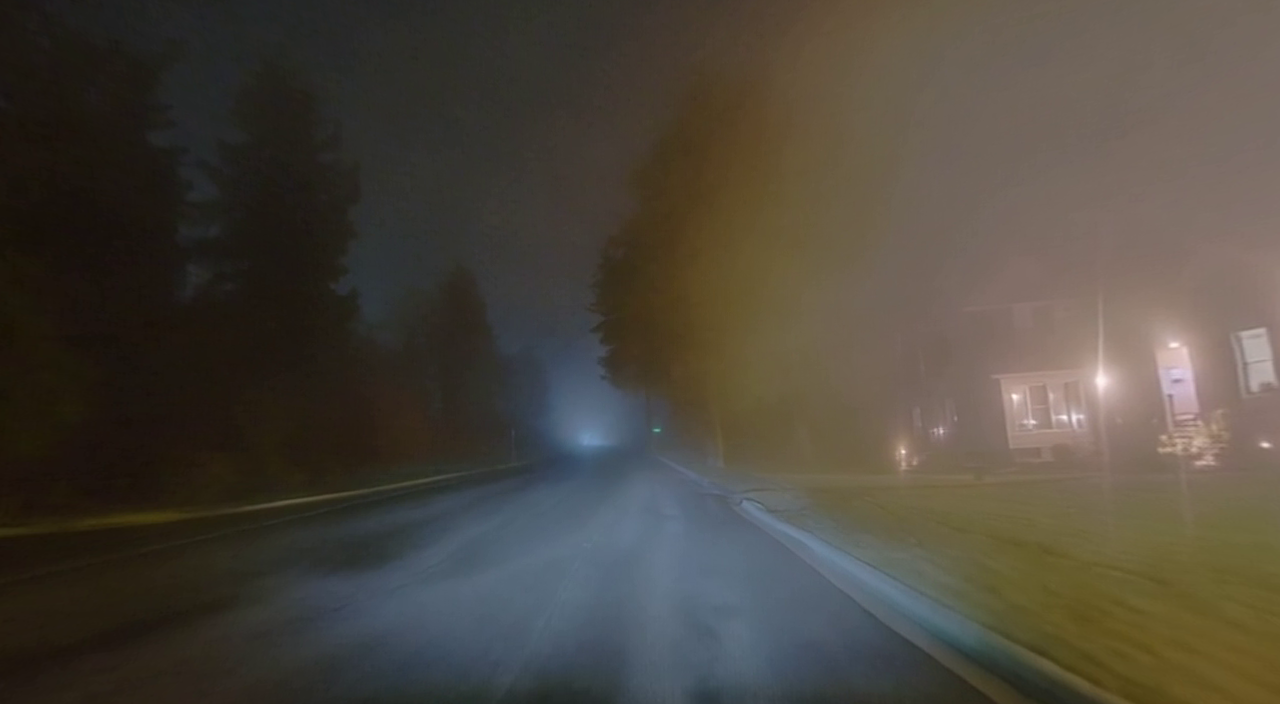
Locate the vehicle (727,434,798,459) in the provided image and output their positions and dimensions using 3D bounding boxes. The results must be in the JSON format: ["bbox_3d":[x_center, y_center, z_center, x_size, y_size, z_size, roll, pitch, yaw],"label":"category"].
[{"bbox_3d":[7.956,6.145,41.189,4.153,1.605,1.835,0,-7,-3],"label":"vehicle"}]
